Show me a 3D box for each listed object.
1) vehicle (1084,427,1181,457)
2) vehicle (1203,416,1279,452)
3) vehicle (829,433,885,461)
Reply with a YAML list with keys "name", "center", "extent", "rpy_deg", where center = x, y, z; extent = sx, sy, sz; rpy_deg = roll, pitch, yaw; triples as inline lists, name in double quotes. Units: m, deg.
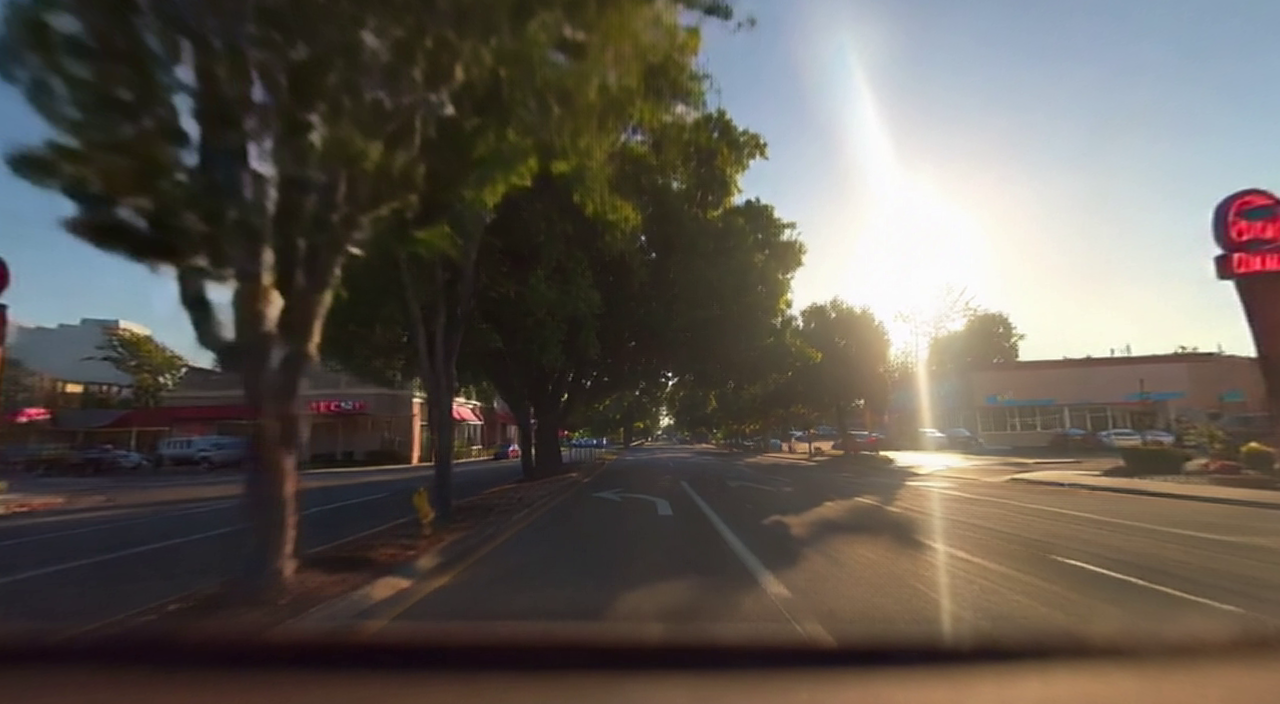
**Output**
- name: "vehicle"
  center: [26.999, 4.971, 34.848]
  extent: [1.836, 1.497, 4.419]
  rpy_deg: [0, -8, 1]
- name: "vehicle"
  center: [35.231, 4.666, 35.723]
  extent: [2.028, 1.886, 5.190]
  rpy_deg: [0, -8, 1]
- name: "vehicle"
  center: [14.239, 6.271, 41.727]
  extent: [1.987, 1.694, 4.523]
  rpy_deg: [0, -8, -1]
